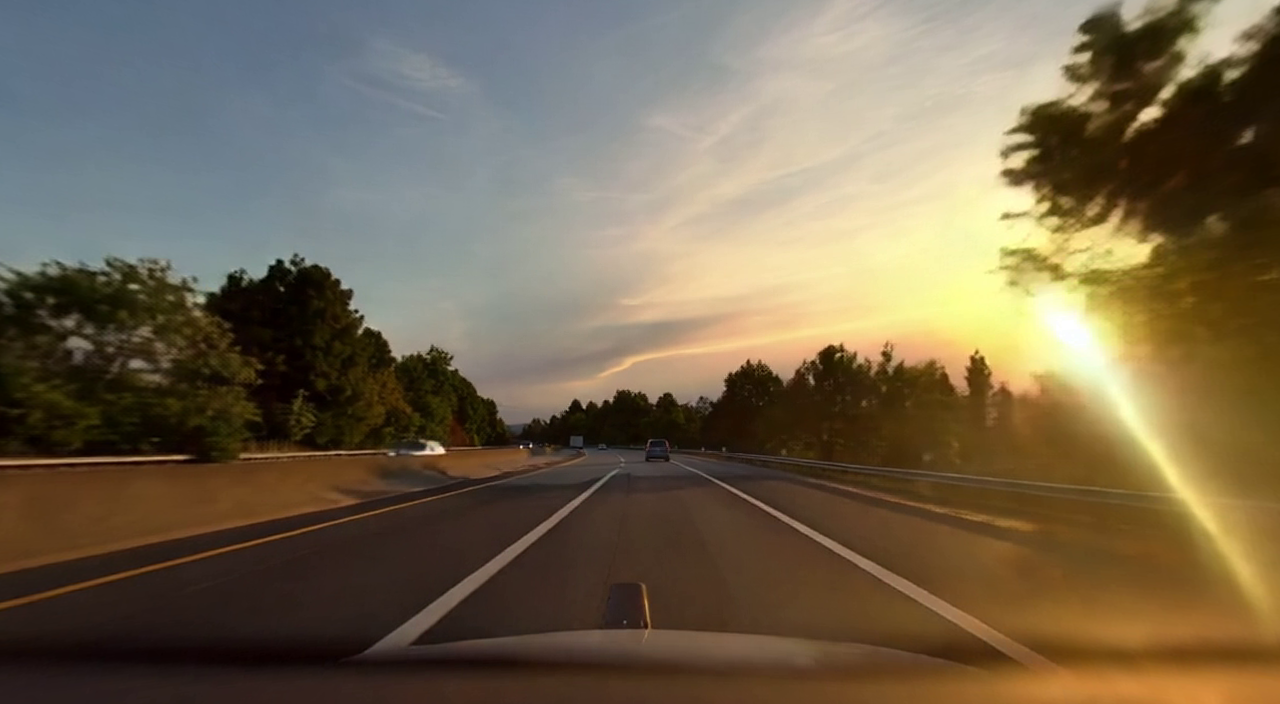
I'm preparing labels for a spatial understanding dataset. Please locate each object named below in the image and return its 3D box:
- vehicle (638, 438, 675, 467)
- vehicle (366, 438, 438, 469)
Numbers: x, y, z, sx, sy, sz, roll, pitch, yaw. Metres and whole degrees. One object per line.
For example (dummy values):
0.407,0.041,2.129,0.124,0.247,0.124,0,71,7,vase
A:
0.987,6.263,39.394,2.079,1.729,4.380,0,-9,-2,vehicle
-12.325,5.281,32.940,1.959,1.502,4.560,0,-9,1,vehicle
